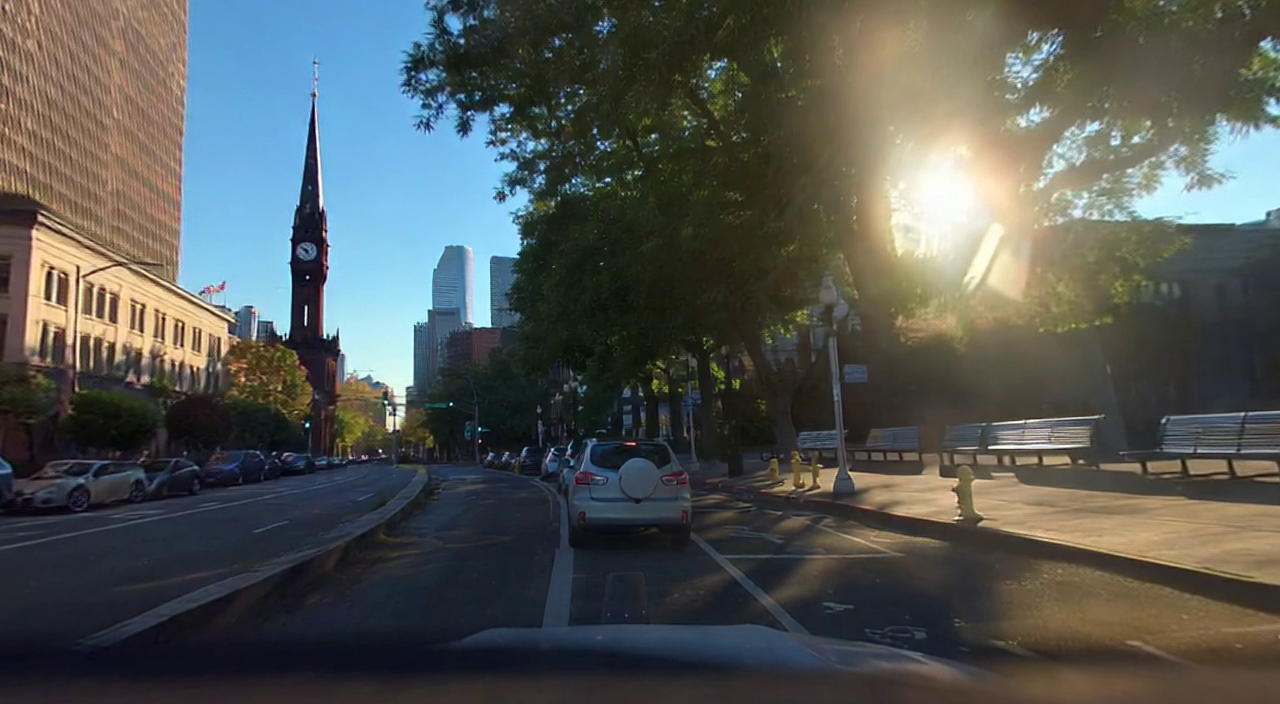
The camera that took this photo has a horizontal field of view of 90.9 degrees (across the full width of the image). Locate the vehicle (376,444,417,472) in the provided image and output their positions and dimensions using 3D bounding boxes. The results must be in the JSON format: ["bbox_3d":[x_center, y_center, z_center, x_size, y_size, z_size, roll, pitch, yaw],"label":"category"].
[{"bbox_3d":[-16.941,7.331,43.973,2.155,1.802,4.520,2,-9,-15],"label":"vehicle"}]

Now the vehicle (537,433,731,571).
[{"bbox_3d":[-0.253,1.939,9.008,2.142,1.475,4.051,1,-8,-6],"label":"vehicle"}]
